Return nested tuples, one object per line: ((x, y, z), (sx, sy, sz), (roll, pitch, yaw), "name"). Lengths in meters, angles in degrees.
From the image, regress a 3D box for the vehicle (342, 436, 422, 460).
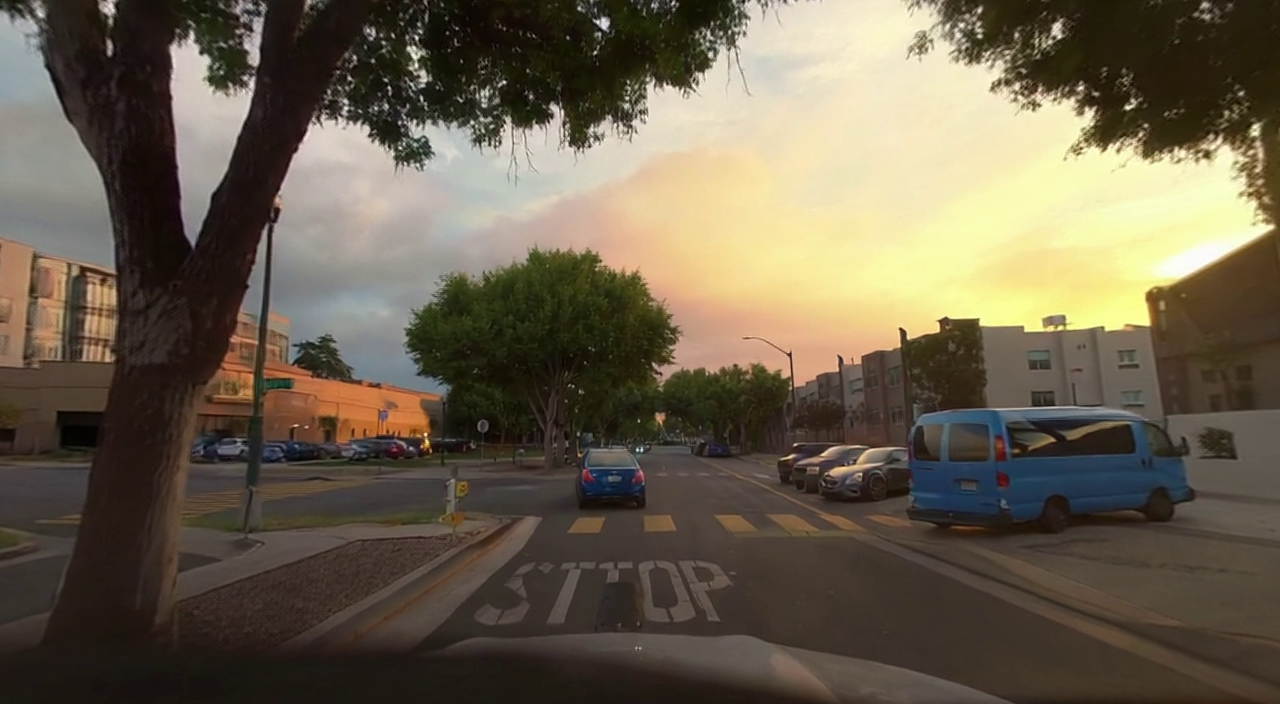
((-18.349, 6.840, 45.165), (4.892, 1.679, 1.927), (1, -9, -6), "vehicle")

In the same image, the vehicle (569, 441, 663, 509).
((-0.716, 3.036, 16.153), (2.065, 1.450, 4.522), (1, -9, -5), "vehicle")

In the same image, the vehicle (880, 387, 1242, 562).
((6.662, 1.821, 9.977), (5.385, 2.146, 2.143), (4, -9, -25), "vehicle")

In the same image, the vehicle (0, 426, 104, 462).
((-31.775, 4.890, 33.632), (4.438, 1.814, 2.044), (0, -8, -2), "vehicle")

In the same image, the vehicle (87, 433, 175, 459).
((-31.792, 5.862, 39.505), (3.915, 1.574, 1.850), (0, -9, 4), "vehicle")
